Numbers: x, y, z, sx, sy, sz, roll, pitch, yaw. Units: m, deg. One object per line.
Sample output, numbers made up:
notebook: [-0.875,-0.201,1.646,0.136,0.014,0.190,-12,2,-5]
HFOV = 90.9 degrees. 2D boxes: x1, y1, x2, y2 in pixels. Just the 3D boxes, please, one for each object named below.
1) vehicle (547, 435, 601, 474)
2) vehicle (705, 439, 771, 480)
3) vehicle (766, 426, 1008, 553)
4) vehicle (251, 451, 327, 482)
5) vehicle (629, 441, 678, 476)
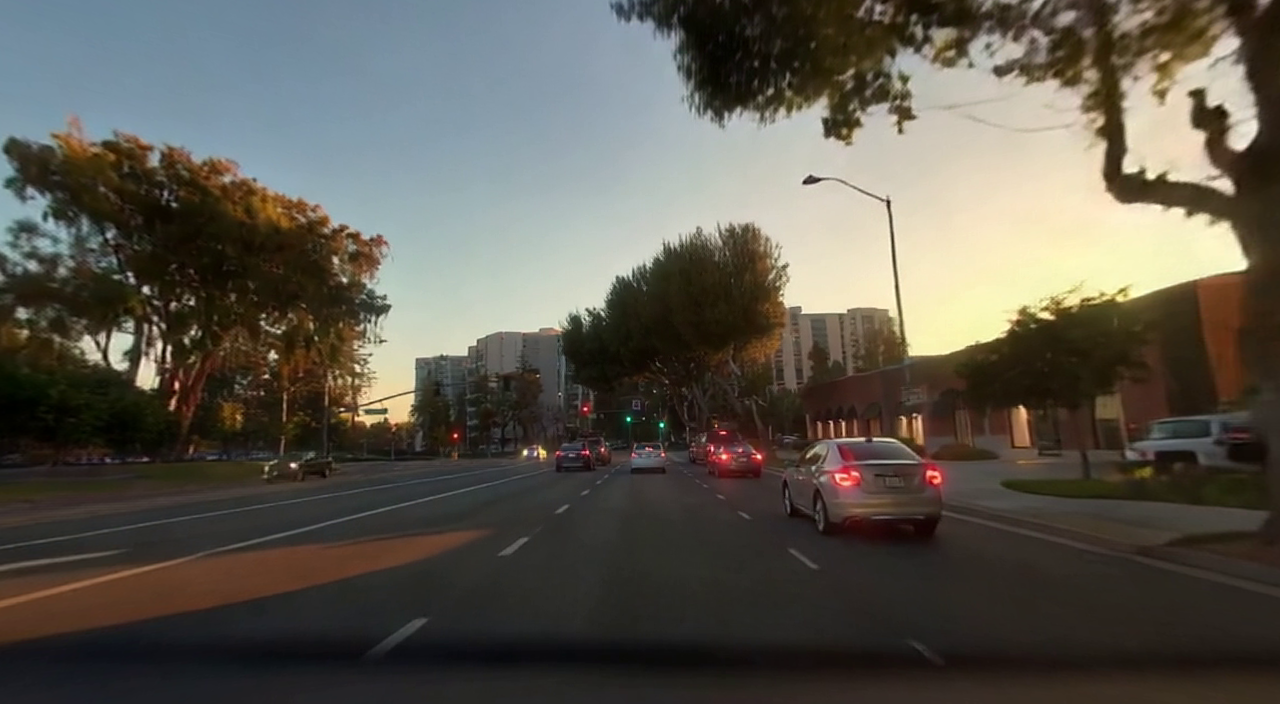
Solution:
vehicle: [-3.067,4.879,30.240,2.023,1.720,4.452,0,-8,1]
vehicle: [3.797,4.236,25.127,1.913,1.463,4.198,0,-8,-1]
vehicle: [3.350,1.948,9.654,1.948,1.474,4.360,0,-8,0]
vehicle: [-22.323,7.274,40.350,2.025,1.802,4.848,0,-8,0]
vehicle: [0.560,4.629,27.665,1.971,1.433,3.923,0,-8,1]
